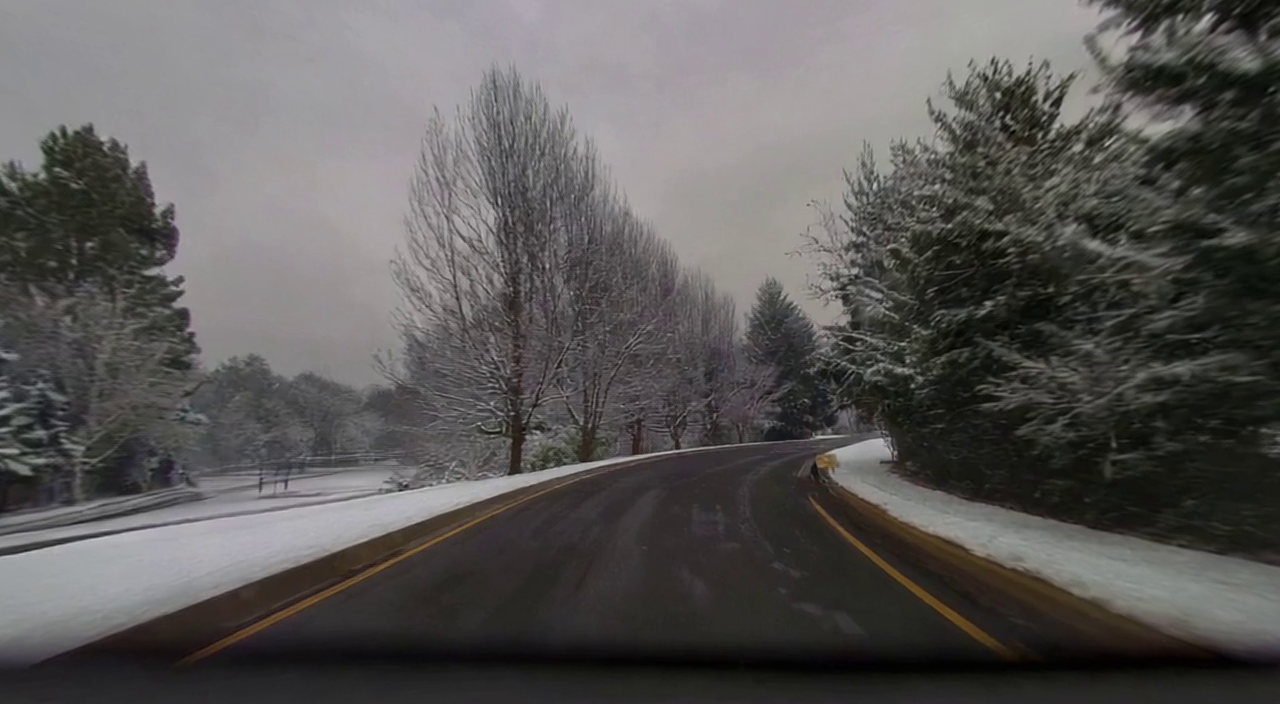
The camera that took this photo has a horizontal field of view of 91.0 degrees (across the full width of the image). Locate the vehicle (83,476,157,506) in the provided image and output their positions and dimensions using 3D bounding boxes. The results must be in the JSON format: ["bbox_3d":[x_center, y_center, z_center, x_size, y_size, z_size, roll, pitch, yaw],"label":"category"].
[{"bbox_3d":[-36.310,9.675,44.085,1.978,1.724,4.458,1,-9,-11],"label":"vehicle"}]
